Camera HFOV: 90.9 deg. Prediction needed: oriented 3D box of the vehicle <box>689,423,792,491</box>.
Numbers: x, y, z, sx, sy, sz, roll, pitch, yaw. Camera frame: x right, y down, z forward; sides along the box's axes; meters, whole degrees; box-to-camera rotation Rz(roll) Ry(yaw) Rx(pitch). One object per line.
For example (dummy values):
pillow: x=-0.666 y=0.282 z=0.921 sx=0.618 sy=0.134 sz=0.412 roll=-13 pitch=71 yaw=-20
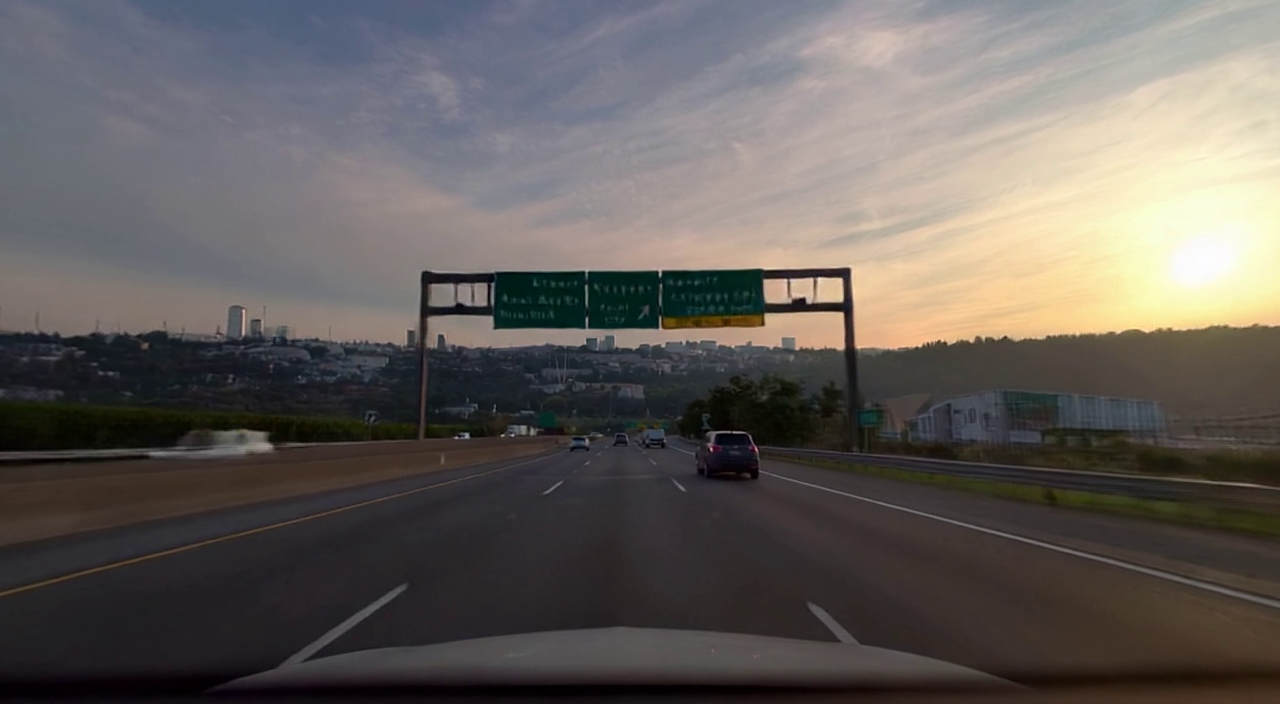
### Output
vehicle: x=2.639 y=2.876 z=17.606 sx=2.022 sy=1.637 sz=4.229 roll=0 pitch=-8 yaw=-2

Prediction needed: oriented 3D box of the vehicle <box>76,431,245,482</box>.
vehicle: x=-16.160 y=3.529 z=21.672 sx=2.069 sy=1.524 sz=4.862 roll=0 pitch=-8 yaw=-1
